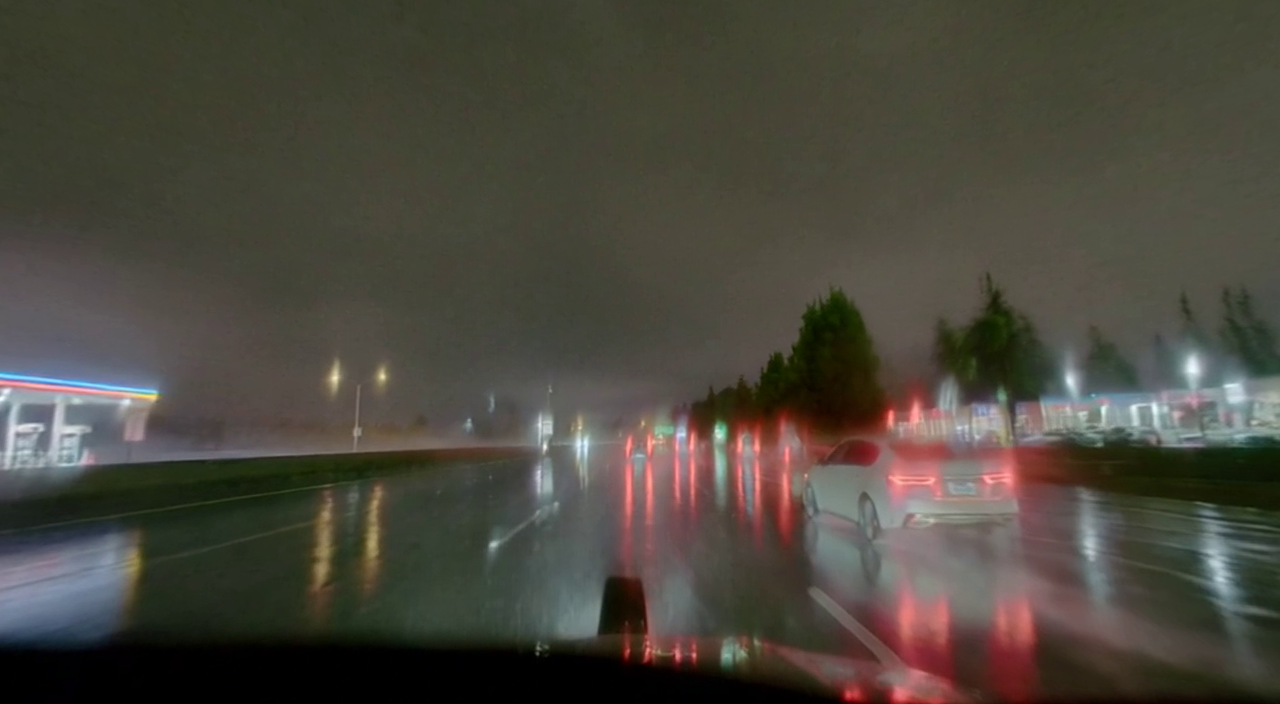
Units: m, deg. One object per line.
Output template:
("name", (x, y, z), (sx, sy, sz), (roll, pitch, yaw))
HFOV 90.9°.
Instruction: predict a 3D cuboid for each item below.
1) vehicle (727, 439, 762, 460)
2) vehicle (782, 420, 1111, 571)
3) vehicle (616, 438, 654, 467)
("vehicle", (7.751, 7.273, 47.161), (1.867, 1.463, 4.295), (0, -8, -1))
("vehicle", (3.602, 1.774, 8.702), (2.172, 1.490, 4.668), (0, -8, 0))
("vehicle", (-0.269, 5.645, 35.652), (1.999, 1.473, 4.351), (0, -8, 0))
